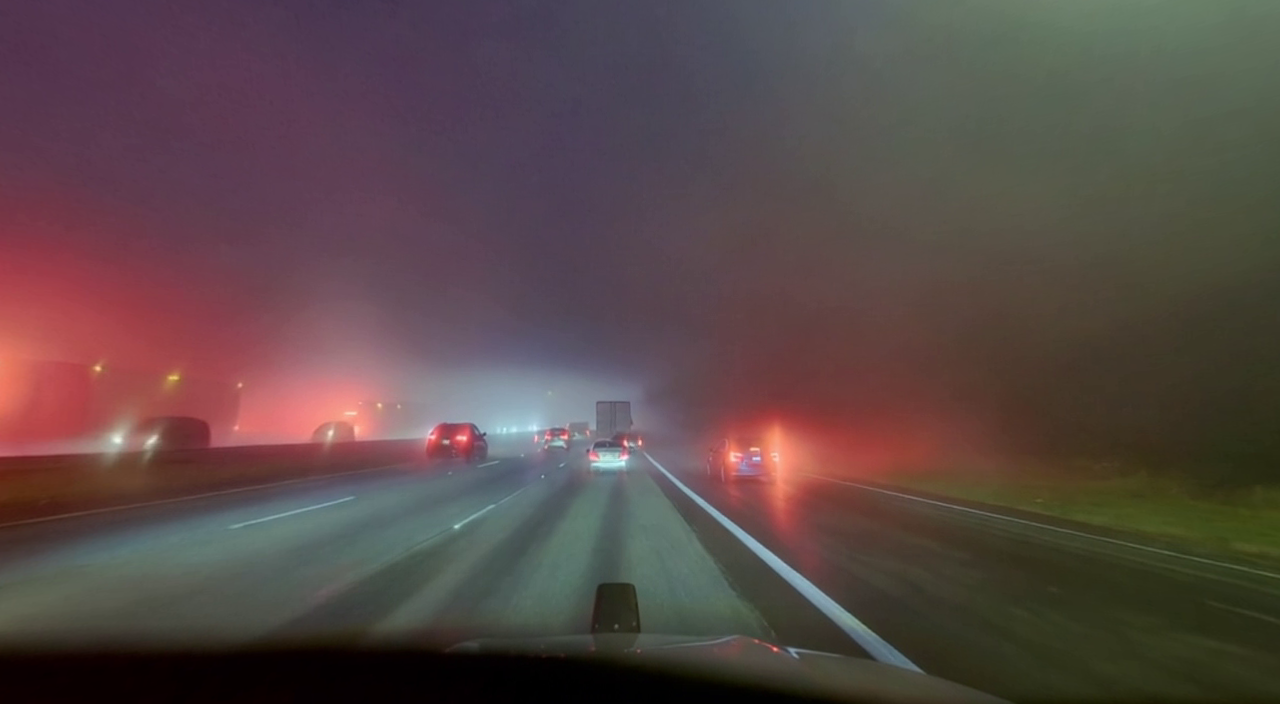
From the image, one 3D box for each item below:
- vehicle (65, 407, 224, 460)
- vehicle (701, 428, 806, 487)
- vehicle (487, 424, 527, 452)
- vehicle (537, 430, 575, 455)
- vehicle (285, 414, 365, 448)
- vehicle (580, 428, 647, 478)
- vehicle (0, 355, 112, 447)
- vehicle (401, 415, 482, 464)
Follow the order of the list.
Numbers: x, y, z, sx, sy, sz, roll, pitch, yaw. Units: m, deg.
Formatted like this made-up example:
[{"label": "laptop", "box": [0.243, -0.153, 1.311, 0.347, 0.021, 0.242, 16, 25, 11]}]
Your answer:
[{"label": "vehicle", "box": [-15.543, 2.615, 20.052, 1.903, 1.506, 3.980, 0, -8, -2]}, {"label": "vehicle", "box": [3.107, 2.978, 18.233, 1.981, 1.474, 4.396, 0, -8, -4]}, {"label": "vehicle", "box": [-9.453, 6.153, 44.977, 1.992, 1.838, 4.493, 0, -8, -2]}, {"label": "vehicle", "box": [-5.342, 5.818, 40.508, 2.046, 1.493, 4.384, 0, -8, -2]}, {"label": "vehicle", "box": [-15.786, 4.009, 31.766, 1.993, 1.617, 4.277, 0, -8, -3]}, {"label": "vehicle", "box": [-0.861, 3.251, 20.632, 1.980, 1.478, 3.758, 0, -8, -2]}, {"label": "vehicle", "box": [-28.237, 2.392, 28.999, 2.908, 3.868, 5.411, 1, -8, -3]}, {"label": "vehicle", "box": [-8.713, 3.883, 28.048, 2.158, 1.943, 4.662, 0, -8, -1]}]
